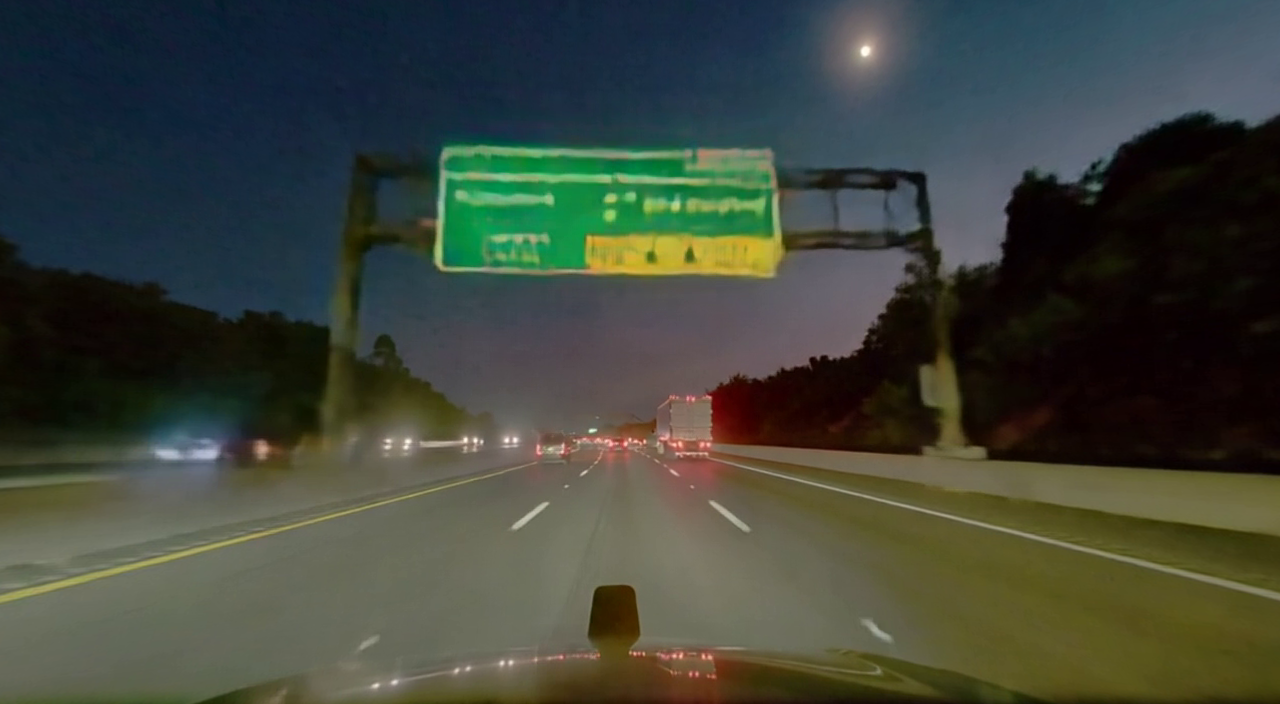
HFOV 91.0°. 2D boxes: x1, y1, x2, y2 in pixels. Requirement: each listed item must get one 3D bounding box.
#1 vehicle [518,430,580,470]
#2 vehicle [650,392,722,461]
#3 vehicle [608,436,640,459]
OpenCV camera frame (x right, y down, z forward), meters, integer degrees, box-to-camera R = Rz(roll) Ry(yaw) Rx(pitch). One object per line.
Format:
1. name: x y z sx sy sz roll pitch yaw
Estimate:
1. vehicle: -4.273 4.714 30.425 2.377 1.747 4.703 0 -8 -1
2. vehicle: 2.803 5.340 43.716 3.301 4.034 13.722 0 -8 -3
3. vehicle: -1.159 6.604 43.673 2.125 1.542 3.816 0 -8 -2
